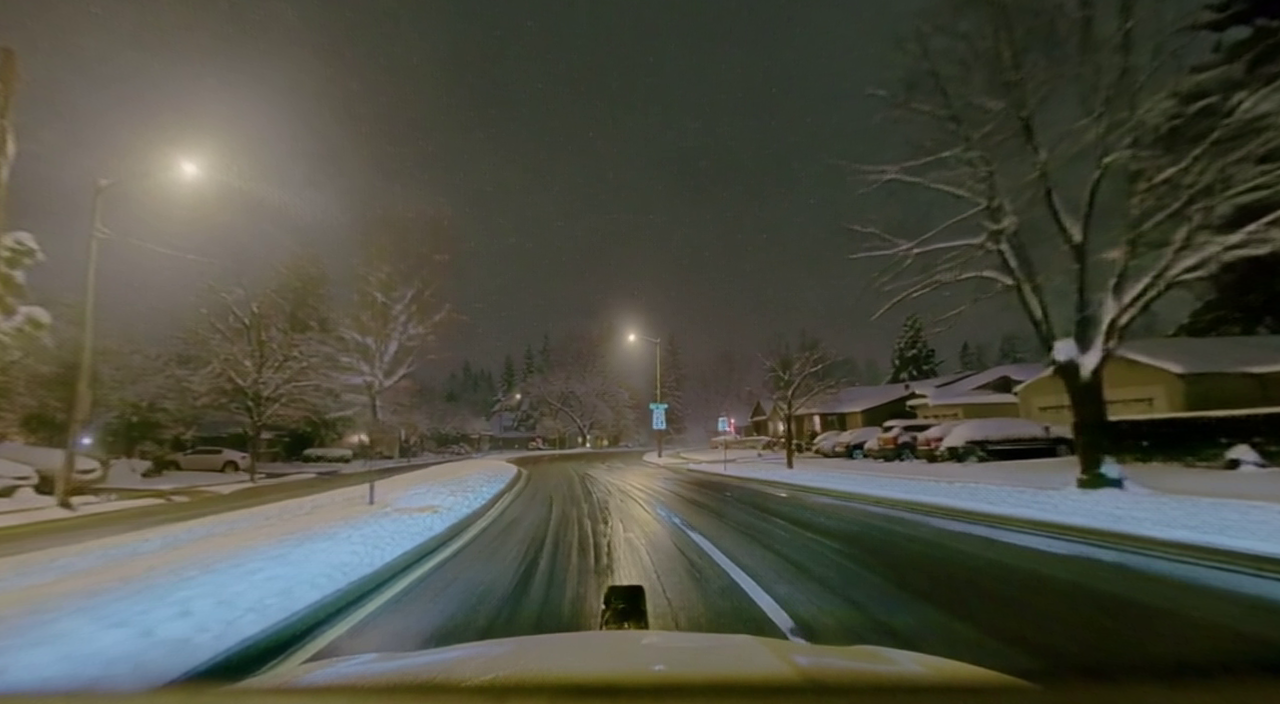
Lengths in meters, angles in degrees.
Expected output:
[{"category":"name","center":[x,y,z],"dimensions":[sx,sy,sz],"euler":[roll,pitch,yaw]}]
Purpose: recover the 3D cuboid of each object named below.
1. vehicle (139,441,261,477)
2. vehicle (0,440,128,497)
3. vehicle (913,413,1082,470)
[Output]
[{"category":"vehicle","center":[-23.956,5.843,34.569],"dimensions":[4.879,1.854,2.265],"euler":[2,-9,-13]},{"category":"vehicle","center":[-21.142,3.934,21.562],"dimensions":[5.150,1.840,2.122],"euler":[1,-8,-6]},{"category":"vehicle","center":[12.851,3.285,23.004],"dimensions":[4.693,1.764,2.265],"euler":[-4,-9,8]}]
